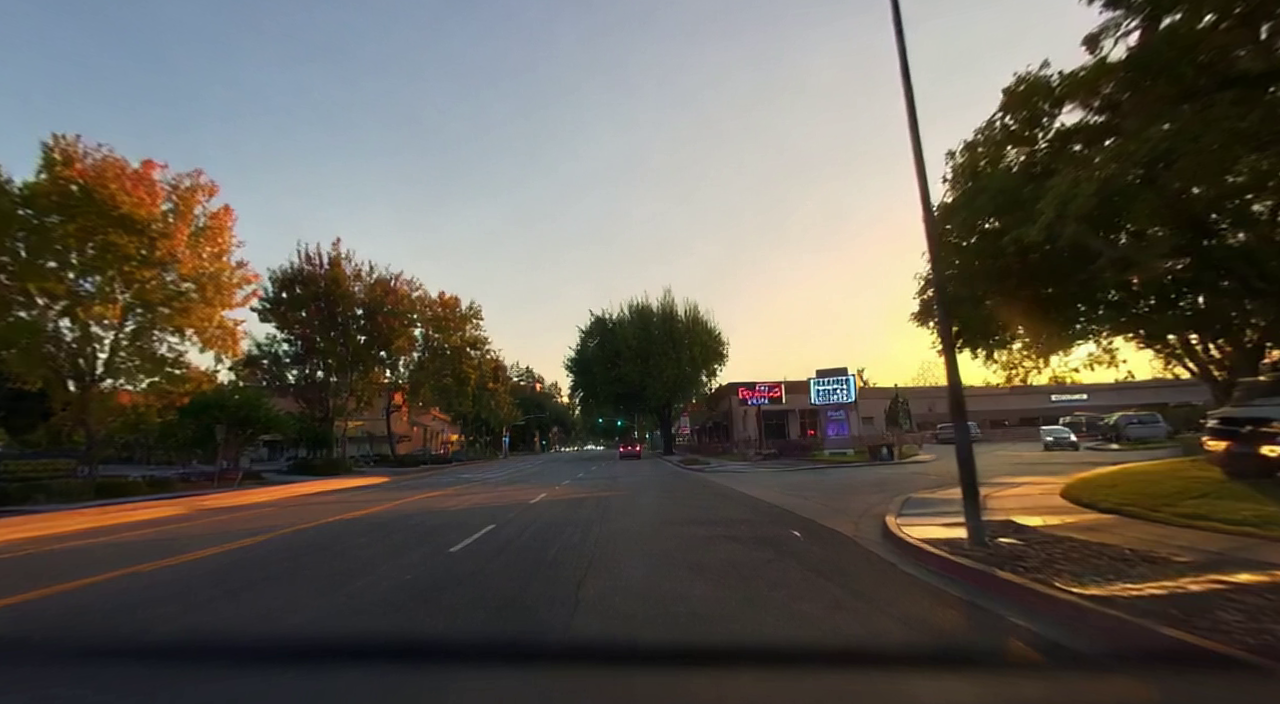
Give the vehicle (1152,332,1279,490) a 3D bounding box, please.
[{"bbox_3d":[10.577,0.867,8.696,5.683,1.930,2.232,2,-9,-13],"label":"vehicle"}]
